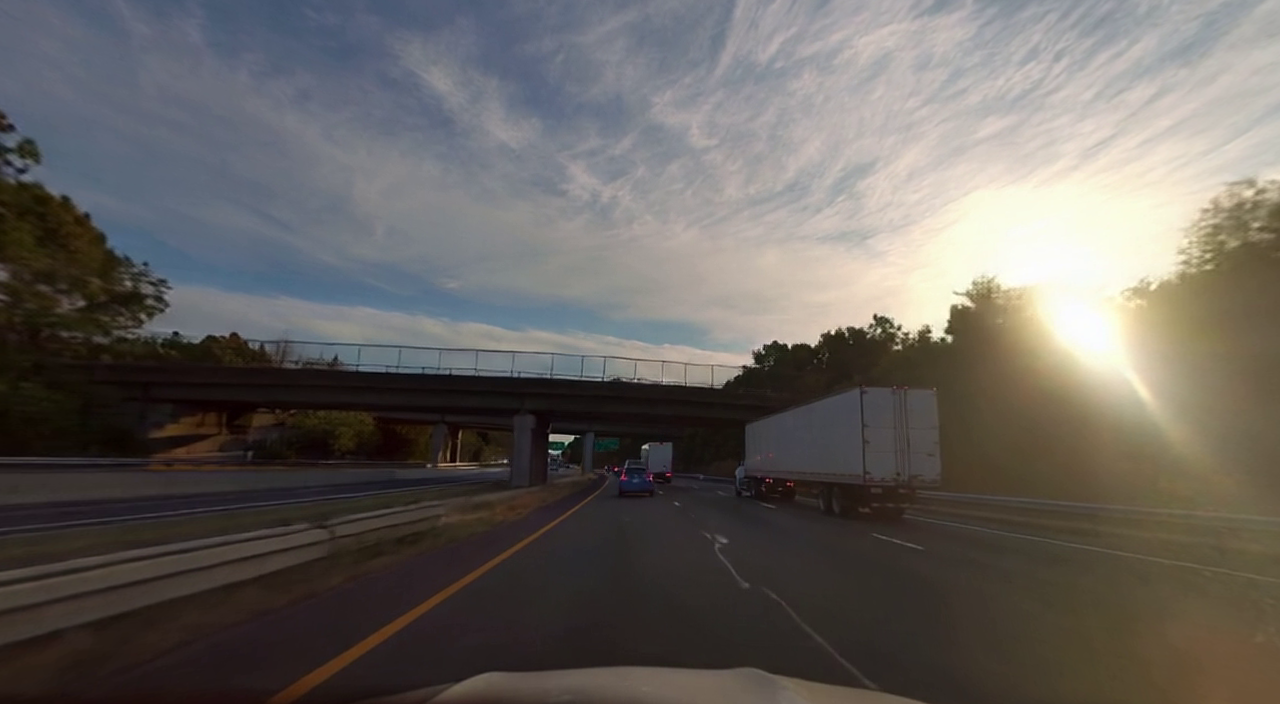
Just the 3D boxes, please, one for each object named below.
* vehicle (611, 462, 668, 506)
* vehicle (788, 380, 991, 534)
[{"bbox_3d":[-0.032,5.199,24.977,2.067,1.552,3.601,1,-11,0],"label":"vehicle"},{"bbox_3d":[7.011,3.279,19.455,2.839,3.684,8.091,1,-11,-1],"label":"vehicle"}]
